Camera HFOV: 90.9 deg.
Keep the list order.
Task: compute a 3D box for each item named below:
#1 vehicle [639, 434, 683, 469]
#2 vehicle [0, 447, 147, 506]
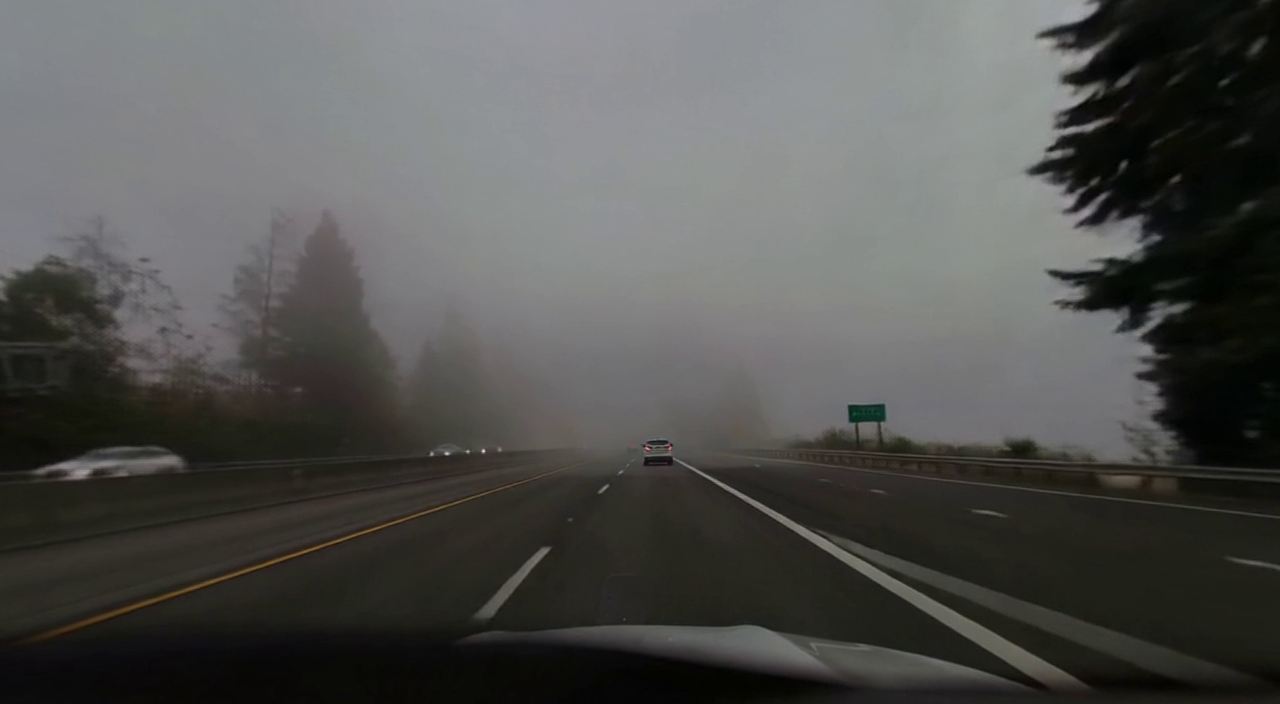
[{"bbox_3d":[1.115,5.488,34.921,2.260,1.766,4.348,0,-8,0],"label":"vehicle"},{"bbox_3d":[-21.246,4.454,23.166,2.175,1.861,4.983,0,-8,0],"label":"vehicle"}]
